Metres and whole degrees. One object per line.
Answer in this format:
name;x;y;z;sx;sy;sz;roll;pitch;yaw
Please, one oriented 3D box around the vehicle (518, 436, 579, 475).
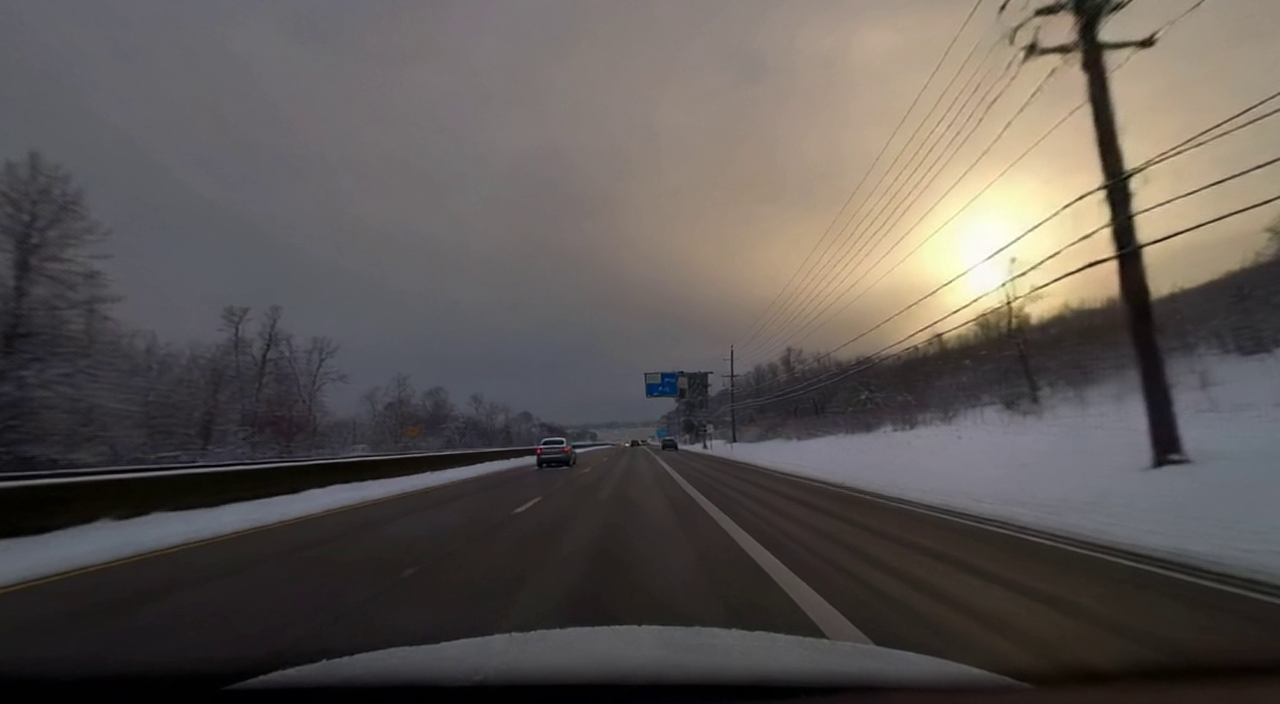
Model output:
vehicle;-4.019;4.610;28.381;2.016;1.543;4.870;0;-8;0
